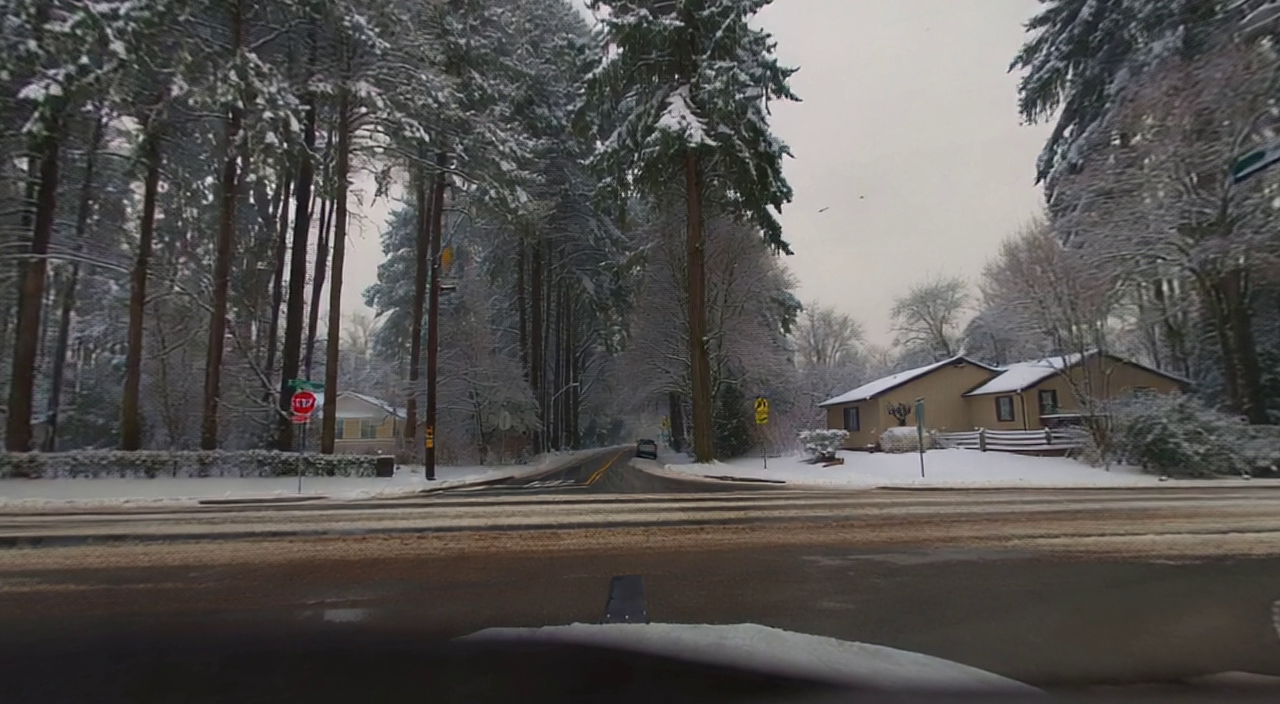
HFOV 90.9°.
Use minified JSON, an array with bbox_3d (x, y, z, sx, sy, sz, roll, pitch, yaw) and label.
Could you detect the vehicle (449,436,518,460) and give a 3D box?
[{"bbox_3d":[-11.668,7.202,47.244,4.622,1.782,1.836,0,-8,1],"label":"vehicle"}]
